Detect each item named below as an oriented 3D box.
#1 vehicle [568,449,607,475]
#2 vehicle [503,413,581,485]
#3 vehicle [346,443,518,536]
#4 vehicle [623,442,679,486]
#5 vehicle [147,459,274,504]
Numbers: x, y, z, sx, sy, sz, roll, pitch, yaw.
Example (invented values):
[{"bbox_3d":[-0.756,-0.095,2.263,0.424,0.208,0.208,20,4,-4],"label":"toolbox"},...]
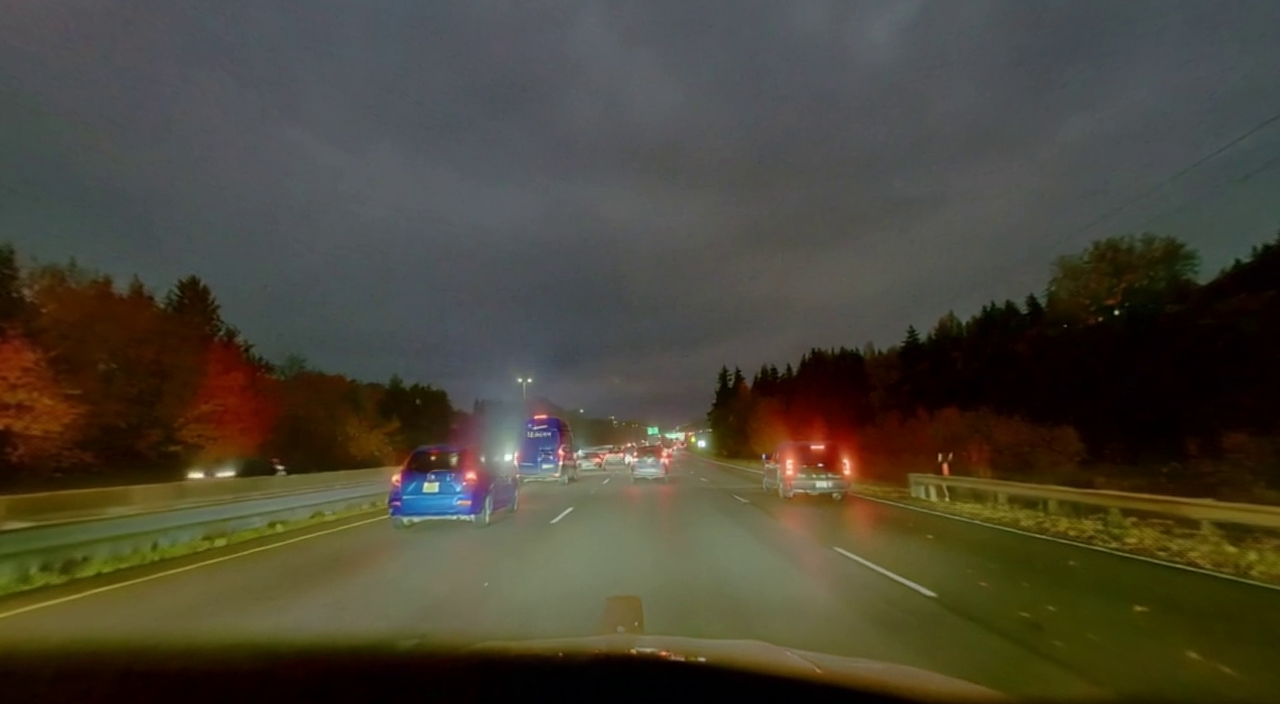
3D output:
[{"bbox_3d":[-3.252,6.923,39.656,2.015,1.496,4.312,0,-9,1],"label":"vehicle"},{"bbox_3d":[-3.992,4.129,26.757,2.275,2.692,5.810,0,-9,1],"label":"vehicle"},{"bbox_3d":[-3.781,2.550,12.257,1.977,1.485,3.973,0,-9,0],"label":"vehicle"},{"bbox_3d":[0.444,4.689,26.409,2.195,1.679,4.070,0,-9,0],"label":"vehicle"},{"bbox_3d":[-17.104,5.155,25.276,1.889,1.537,4.361,-1,-9,2],"label":"vehicle"}]
